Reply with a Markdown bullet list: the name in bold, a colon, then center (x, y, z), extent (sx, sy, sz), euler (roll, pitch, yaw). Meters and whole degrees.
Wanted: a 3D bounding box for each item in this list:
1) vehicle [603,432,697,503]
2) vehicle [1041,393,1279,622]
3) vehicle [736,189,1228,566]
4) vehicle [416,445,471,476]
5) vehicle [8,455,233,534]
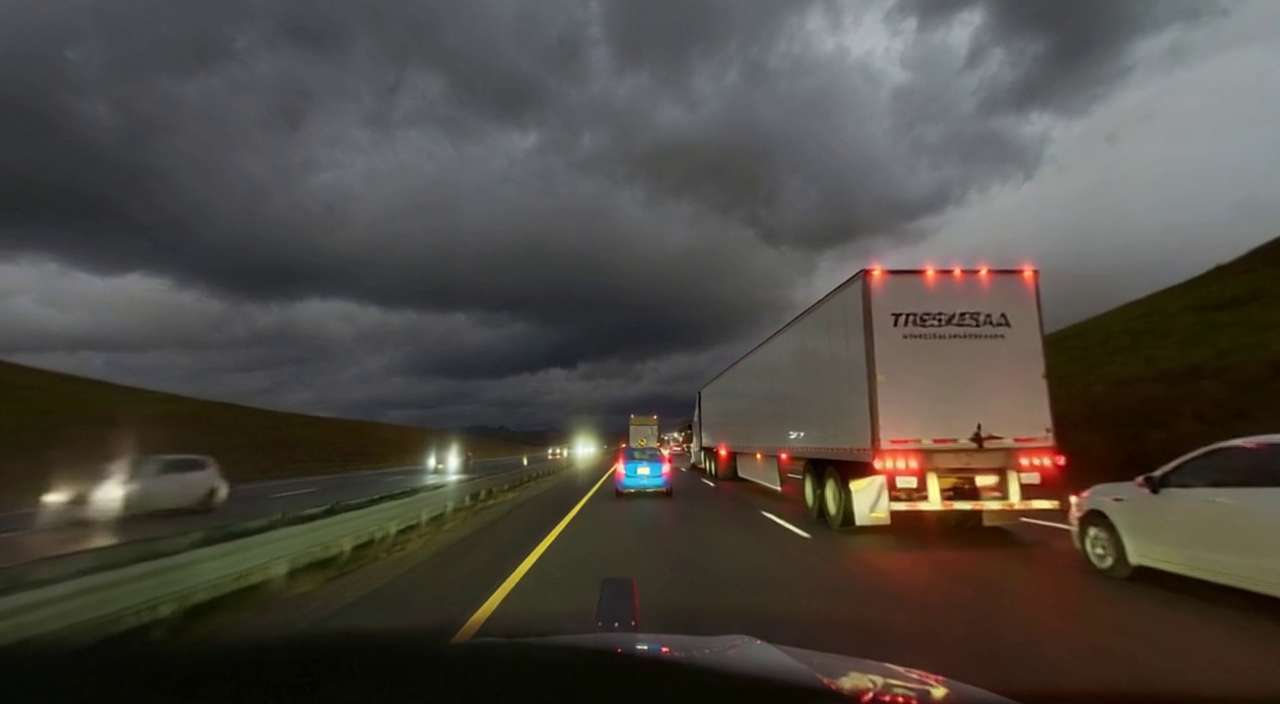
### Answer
- **vehicle**: center (0.193, 2.800, 15.676), extent (2.045, 1.507, 3.763), euler (-1, -8, -1)
- **vehicle**: center (5.554, 1.044, 4.148), extent (1.888, 1.591, 4.815), euler (1, -8, -14)
- **vehicle**: center (4.521, 0.845, 11.973), extent (3.235, 4.197, 9.908), euler (0, -7, -3)
- **vehicle**: center (-11.867, 6.518, 38.232), extent (1.988, 1.727, 4.217), euler (-1, -8, 0)
- **vehicle**: center (-11.756, 3.195, 14.681), extent (1.940, 1.495, 3.889), euler (-1, -9, -1)
